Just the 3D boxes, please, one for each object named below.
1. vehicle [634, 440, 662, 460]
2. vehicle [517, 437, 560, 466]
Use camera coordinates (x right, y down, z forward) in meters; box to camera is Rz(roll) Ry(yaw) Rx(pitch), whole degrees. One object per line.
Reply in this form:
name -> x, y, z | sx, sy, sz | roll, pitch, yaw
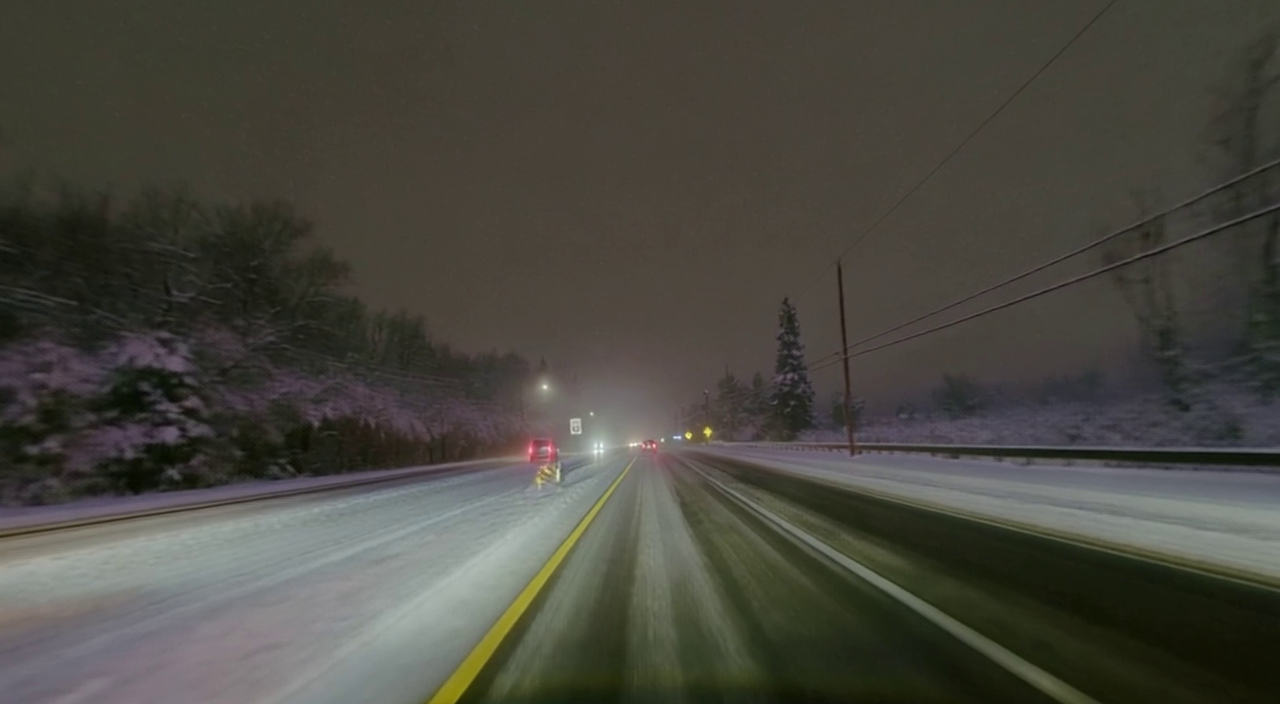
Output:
vehicle -> 0.578, 7.458, 48.068 | 2.061, 1.469, 3.782 | 0, -8, 1
vehicle -> -6.925, 6.836, 43.338 | 2.068, 1.897, 4.372 | 0, -8, 2
